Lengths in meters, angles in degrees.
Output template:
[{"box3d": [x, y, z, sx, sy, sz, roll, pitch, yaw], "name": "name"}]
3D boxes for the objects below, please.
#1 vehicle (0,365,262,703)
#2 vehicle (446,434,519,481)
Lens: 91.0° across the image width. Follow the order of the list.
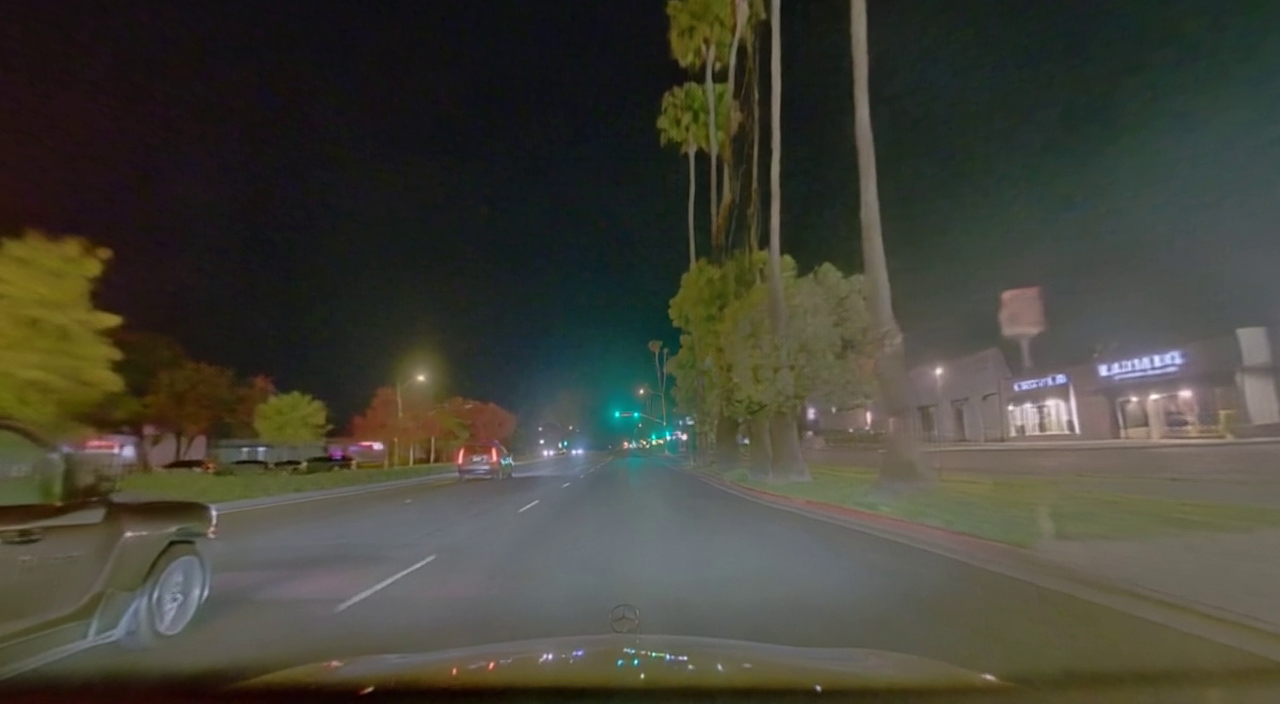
[{"box3d": [-3.904, 0.870, 2.657, 2.041, 1.666, 4.182, 0, -9, -1], "name": "vehicle"}, {"box3d": [-6.768, 4.589, 27.614, 2.136, 1.844, 4.363, 0, -9, -1], "name": "vehicle"}]
